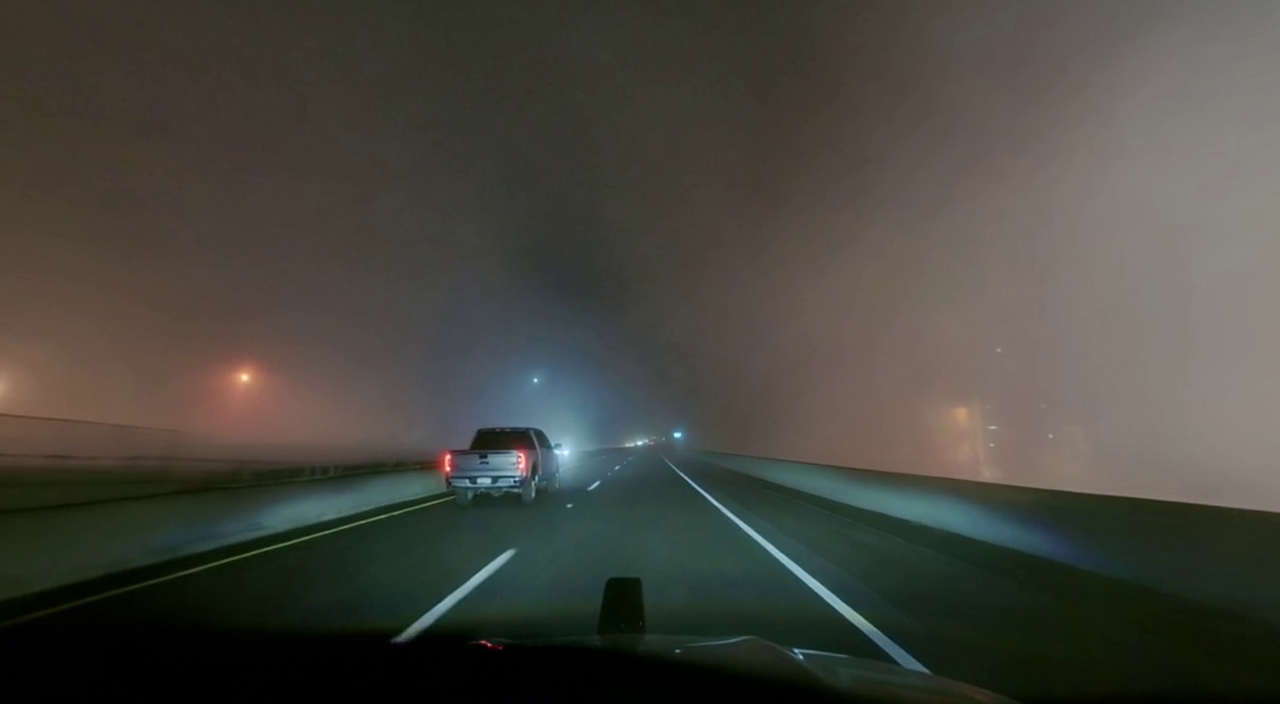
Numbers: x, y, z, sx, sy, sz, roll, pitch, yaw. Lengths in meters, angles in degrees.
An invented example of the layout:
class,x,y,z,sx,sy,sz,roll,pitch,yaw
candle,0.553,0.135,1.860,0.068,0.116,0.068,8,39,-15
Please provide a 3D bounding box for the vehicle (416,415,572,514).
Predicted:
class,x,y,z,sx,sy,sz,roll,pitch,yaw
vehicle,-3.213,2.654,15.419,2.350,1.932,5.562,-1,-8,2
